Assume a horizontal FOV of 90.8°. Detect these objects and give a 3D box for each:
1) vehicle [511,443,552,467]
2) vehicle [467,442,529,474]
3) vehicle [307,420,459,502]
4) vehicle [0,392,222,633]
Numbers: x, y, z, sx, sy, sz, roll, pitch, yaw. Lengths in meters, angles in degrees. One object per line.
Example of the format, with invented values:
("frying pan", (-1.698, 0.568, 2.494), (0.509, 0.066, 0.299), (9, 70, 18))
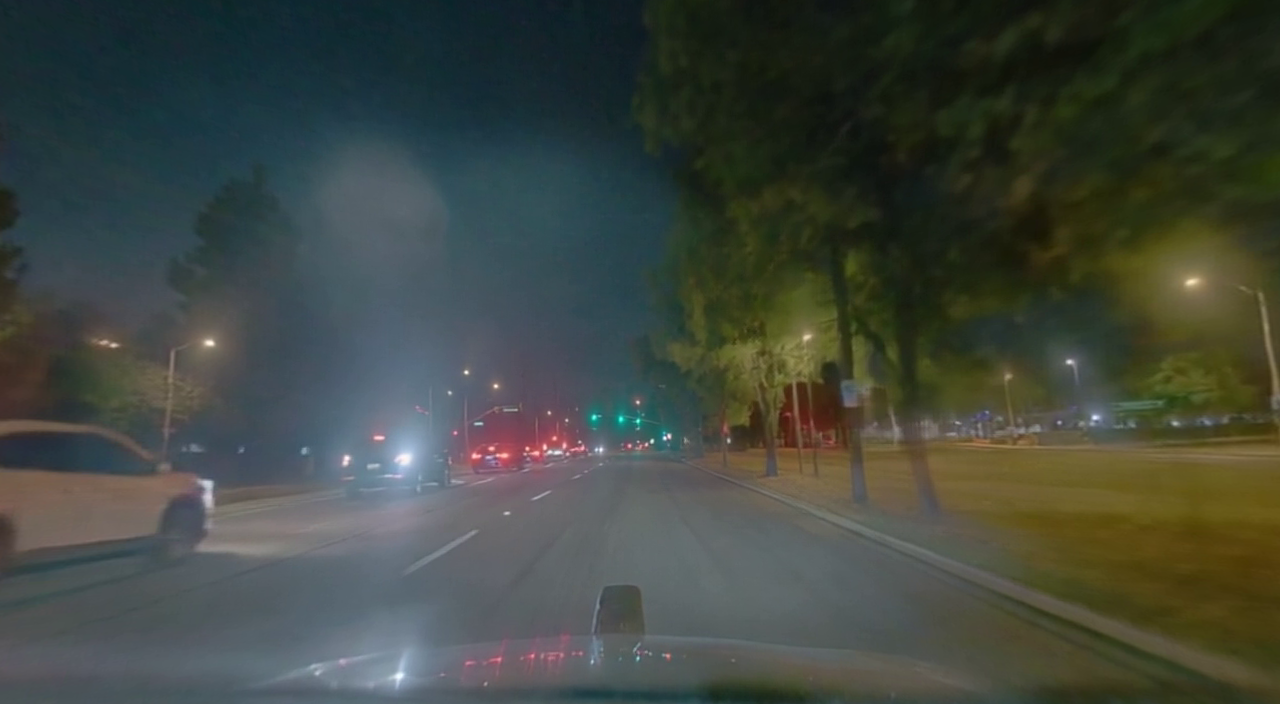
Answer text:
("vehicle", (-7.187, 6.845, 42.193), (2.008, 1.456, 4.409), (0, -9, 0))
("vehicle", (-7.245, 5.473, 32.865), (2.030, 1.482, 4.818), (0, -9, 1))
("vehicle", (-6.649, 2.887, 17.110), (2.337, 1.862, 4.924), (1, -9, -4))
("vehicle", (-5.625, 1.220, 4.997), (2.041, 1.698, 4.094), (1, -9, -5))
